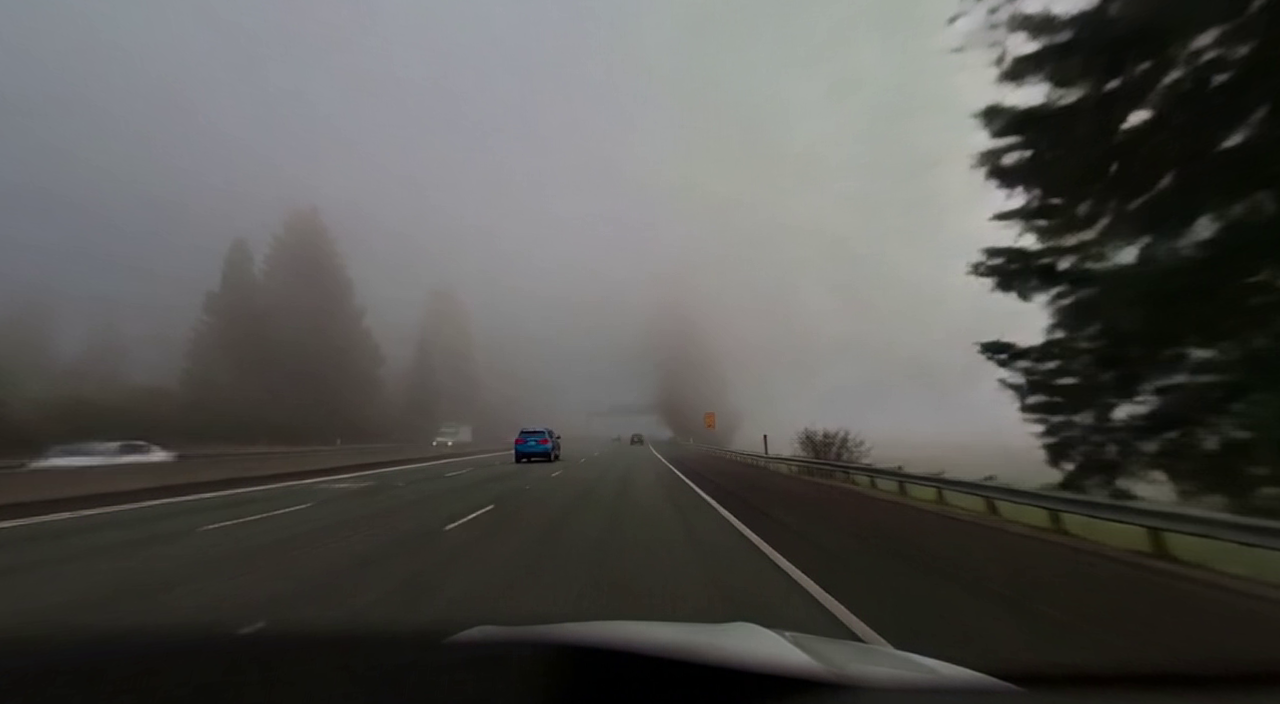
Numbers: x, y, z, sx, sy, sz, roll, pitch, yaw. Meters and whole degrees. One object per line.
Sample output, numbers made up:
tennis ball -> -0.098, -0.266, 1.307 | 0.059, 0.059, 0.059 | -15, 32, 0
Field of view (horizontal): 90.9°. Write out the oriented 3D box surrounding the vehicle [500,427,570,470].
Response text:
vehicle -> -4.216, 3.947, 26.041 | 2.052, 1.626, 4.514 | 0, -8, 1

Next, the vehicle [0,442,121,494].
vehicle -> -19.706, 3.695, 20.476 | 1.803, 1.464, 4.532 | 0, -8, 0
